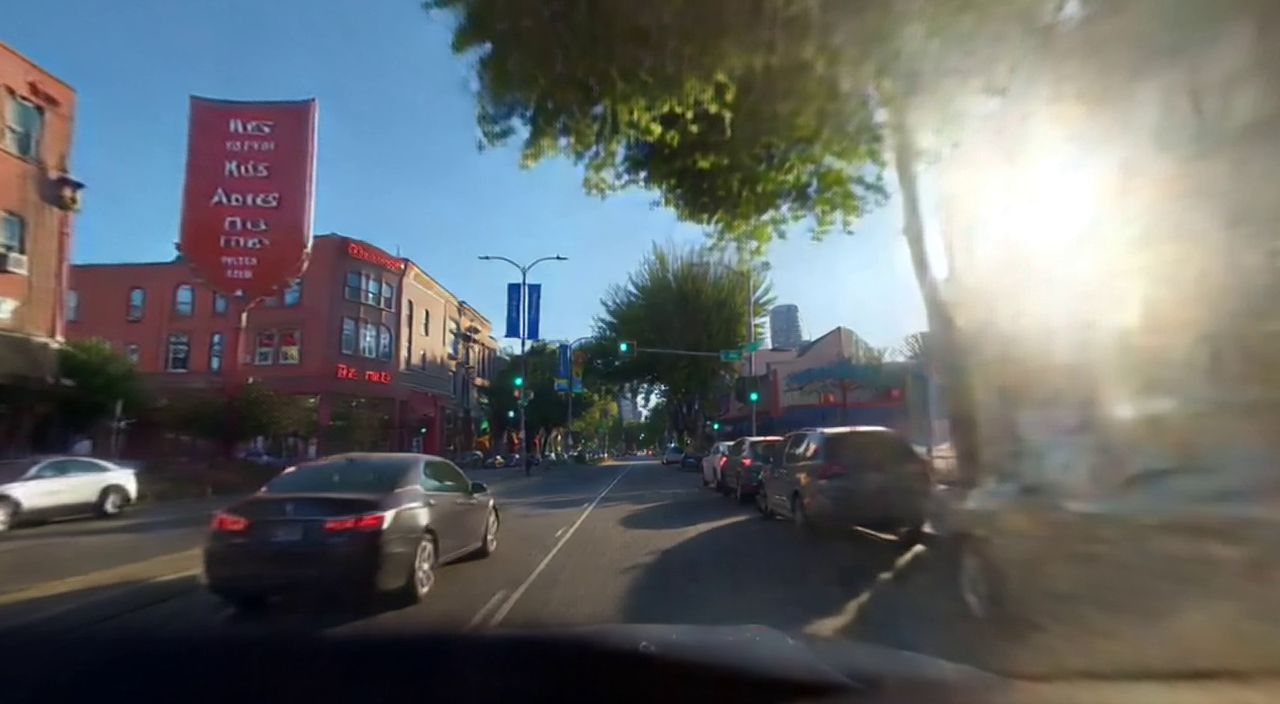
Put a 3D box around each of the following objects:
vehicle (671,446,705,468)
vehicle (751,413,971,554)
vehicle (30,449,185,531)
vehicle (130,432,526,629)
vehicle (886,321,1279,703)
[{"bbox_3d":[3.399,7.515,45.328,1.950,1.462,4.807,0,-8,-1],"label":"vehicle"},{"bbox_3d":[3.239,2.024,10.460,2.086,1.792,4.608,0,-8,2],"label":"vehicle"},{"bbox_3d":[-12.207,2.979,14.328,4.810,1.497,2.066,-8,-12,44],"label":"vehicle"},{"bbox_3d":[-2.730,1.654,6.936,2.030,1.436,4.388,0,-8,1],"label":"vehicle"},{"bbox_3d":[3.299,0.984,3.361,2.158,1.818,4.428,0,-8,0],"label":"vehicle"}]
